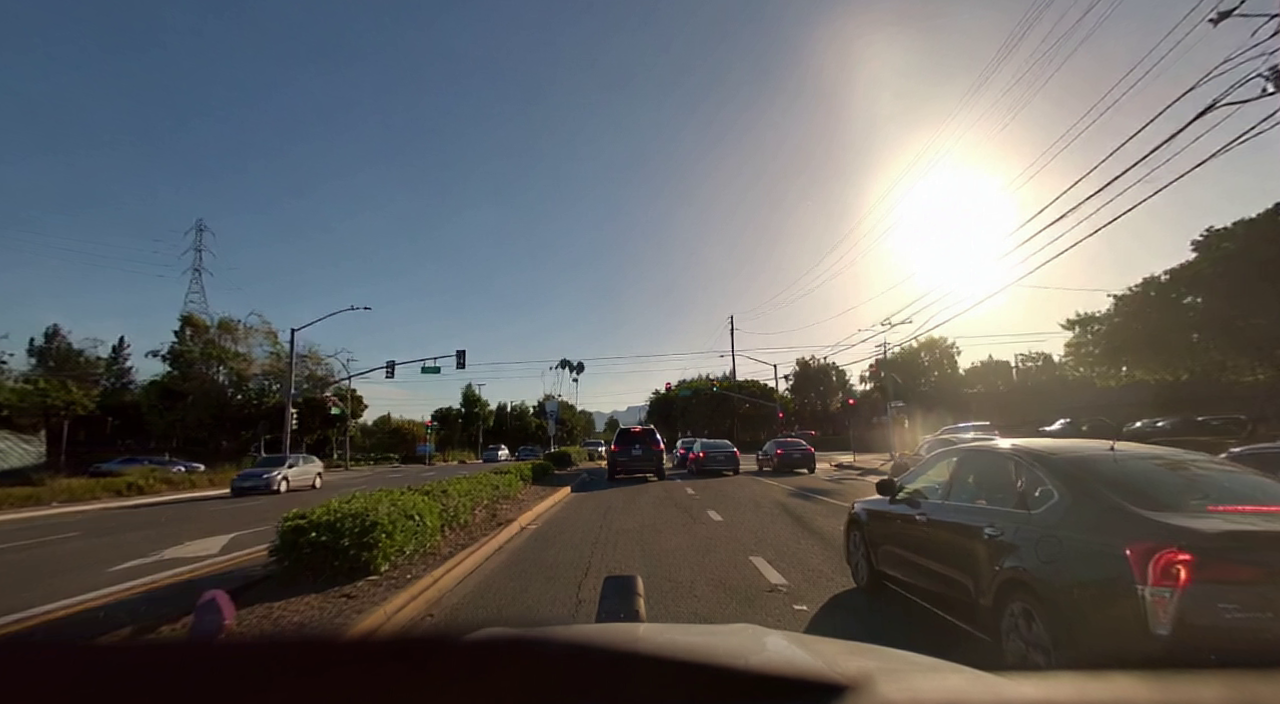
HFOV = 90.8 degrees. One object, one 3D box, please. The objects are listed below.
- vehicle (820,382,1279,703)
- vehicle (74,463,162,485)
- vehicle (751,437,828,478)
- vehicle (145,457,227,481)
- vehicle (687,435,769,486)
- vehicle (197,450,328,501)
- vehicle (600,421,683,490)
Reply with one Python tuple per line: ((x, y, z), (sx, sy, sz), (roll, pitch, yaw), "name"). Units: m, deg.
((2.761, 1.122, 3.833), (2.004, 1.460, 4.297), (0, -8, -1), "vehicle")
((-38.140, 8.884, 46.234), (4.625, 1.455, 2.029), (0, -8, 1), "vehicle")
((5.872, 4.201, 25.378), (1.926, 1.472, 4.449), (0, -8, -1), "vehicle")
((-33.346, 8.572, 46.485), (4.550, 1.601, 1.766), (0, -8, -5), "vehicle")
((2.778, 3.558, 21.029), (2.025, 1.477, 4.333), (0, -8, -1), "vehicle")
((-12.515, 4.077, 21.329), (1.952, 1.475, 4.442), (0, -8, -5), "vehicle")
((0.021, 3.190, 19.682), (2.236, 1.856, 4.816), (0, -8, 0), "vehicle")
